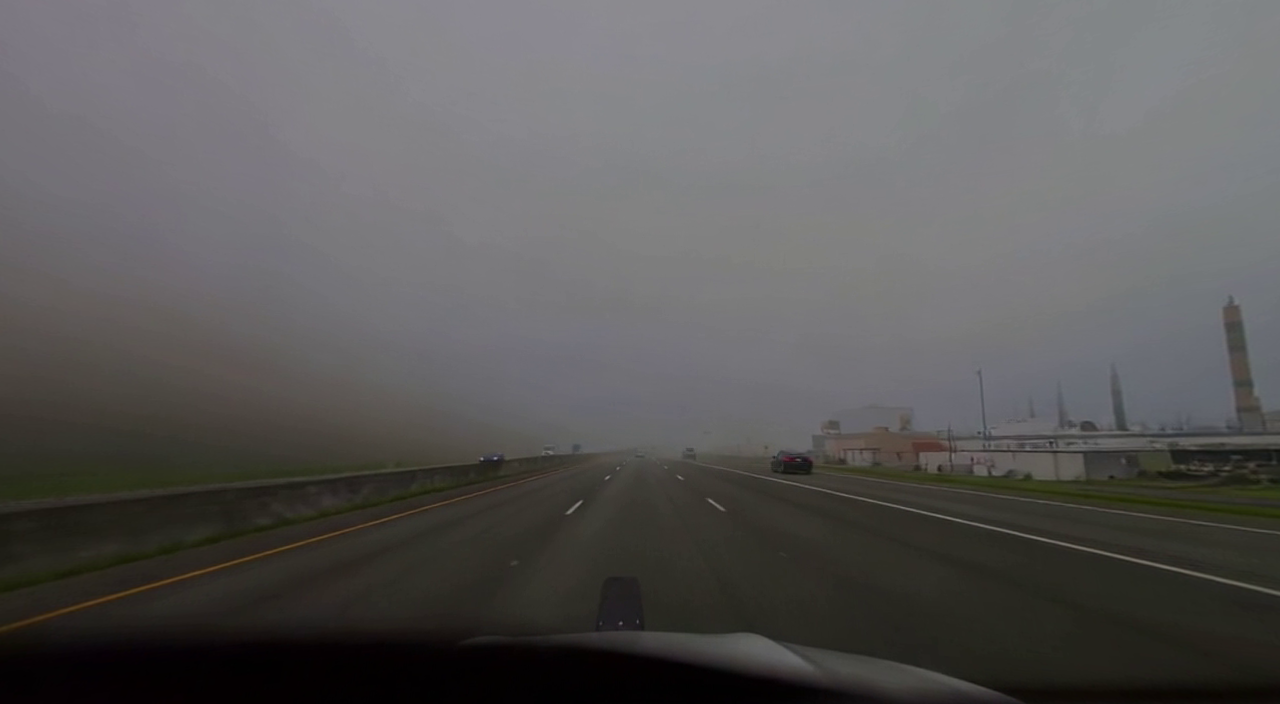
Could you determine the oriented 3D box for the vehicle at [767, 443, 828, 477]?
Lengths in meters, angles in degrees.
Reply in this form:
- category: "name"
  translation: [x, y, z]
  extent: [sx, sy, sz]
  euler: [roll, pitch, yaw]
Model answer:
- category: "vehicle"
  translation: [7.654, 5.282, 31.020]
  extent: [1.923, 1.516, 3.815]
  euler: [0, -9, -2]
